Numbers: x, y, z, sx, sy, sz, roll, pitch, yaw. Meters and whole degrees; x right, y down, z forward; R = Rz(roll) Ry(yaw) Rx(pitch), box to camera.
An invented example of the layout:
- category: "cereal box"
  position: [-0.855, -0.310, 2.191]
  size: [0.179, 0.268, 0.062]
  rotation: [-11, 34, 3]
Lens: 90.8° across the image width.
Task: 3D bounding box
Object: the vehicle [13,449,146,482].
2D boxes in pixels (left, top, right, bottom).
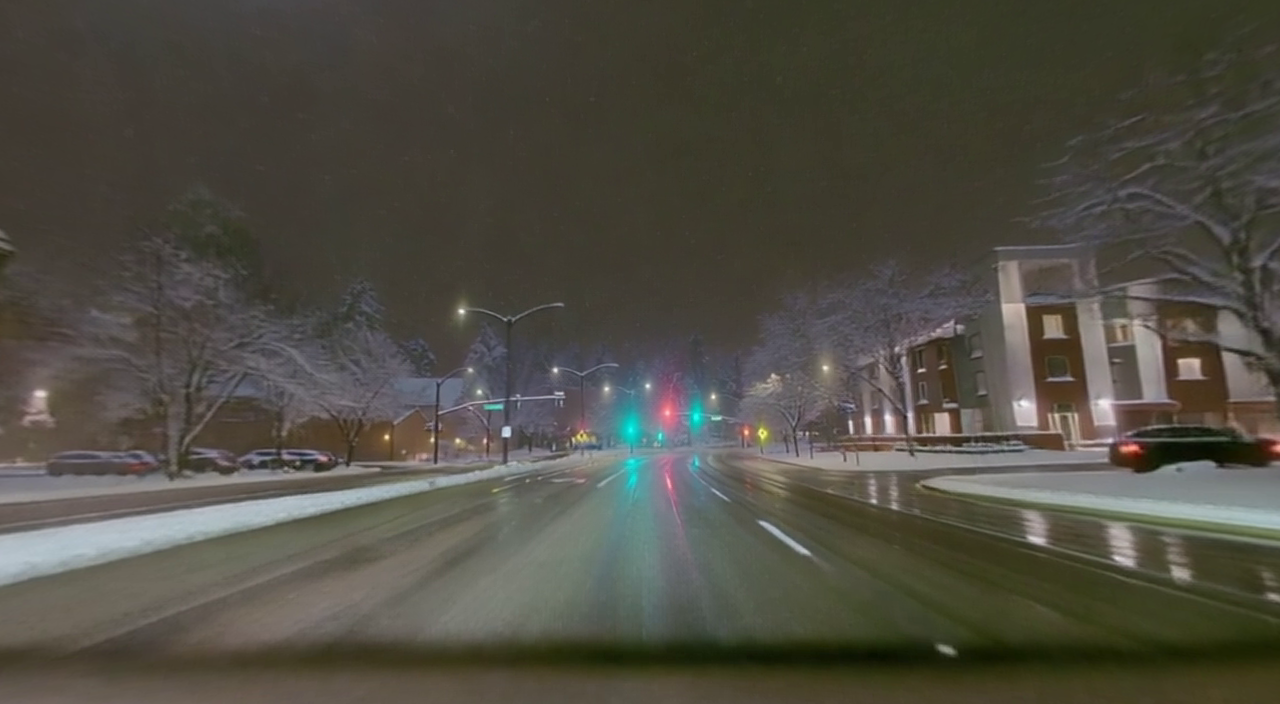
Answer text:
- category: "vehicle"
  position: [-29.113, 5.888, 32.944]
  size: [4.913, 1.677, 2.032]
  rotation: [0, -9, -2]

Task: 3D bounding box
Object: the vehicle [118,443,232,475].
- category: "vehicle"
  position: [-28.422, 6.548, 38.737]
  size: [5.248, 1.758, 2.122]
  rotation: [-1, -8, -2]

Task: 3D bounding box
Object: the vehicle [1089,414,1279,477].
- category: "vehicle"
  position: [19.157, 3.327, 22.375]
  size: [2.074, 1.959, 4.793]
  rotation: [3, -9, -19]
